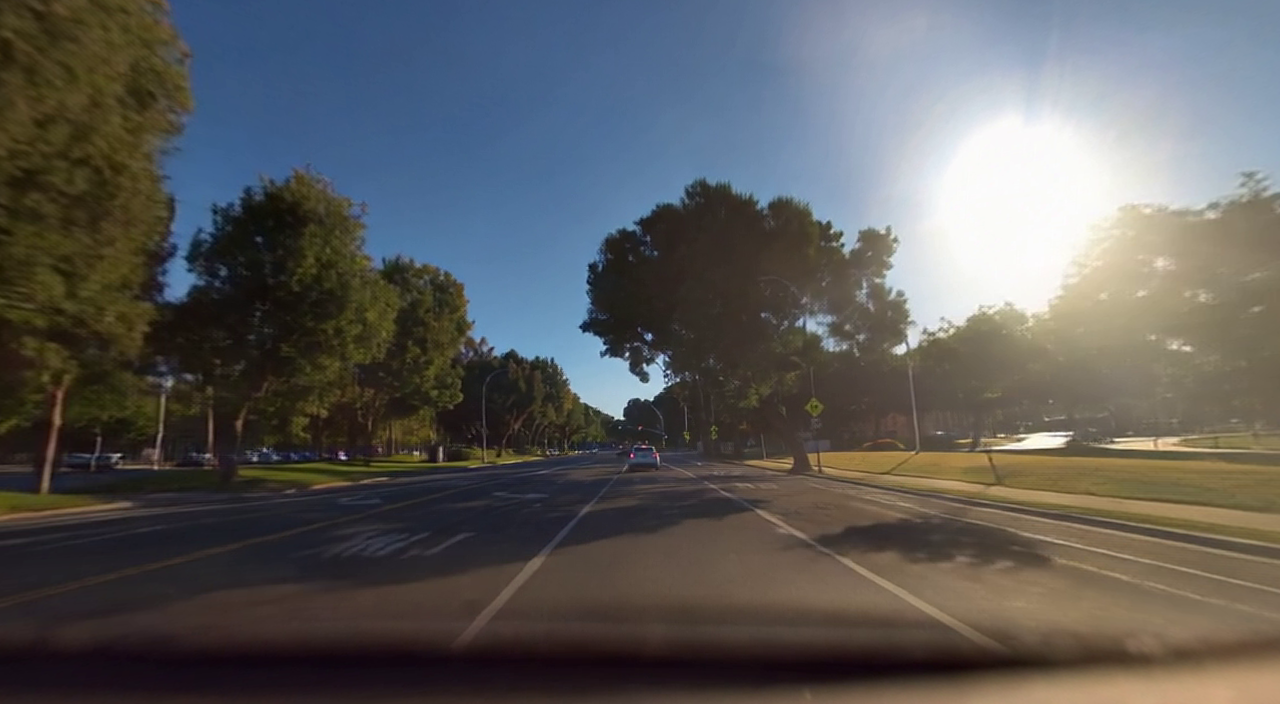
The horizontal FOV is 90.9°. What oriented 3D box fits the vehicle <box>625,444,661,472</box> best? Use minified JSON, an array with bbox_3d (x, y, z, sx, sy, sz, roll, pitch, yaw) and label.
[{"bbox_3d":[0.105,6.095,36.657,1.978,1.499,3.915,0,-8,-1],"label":"vehicle"}]
